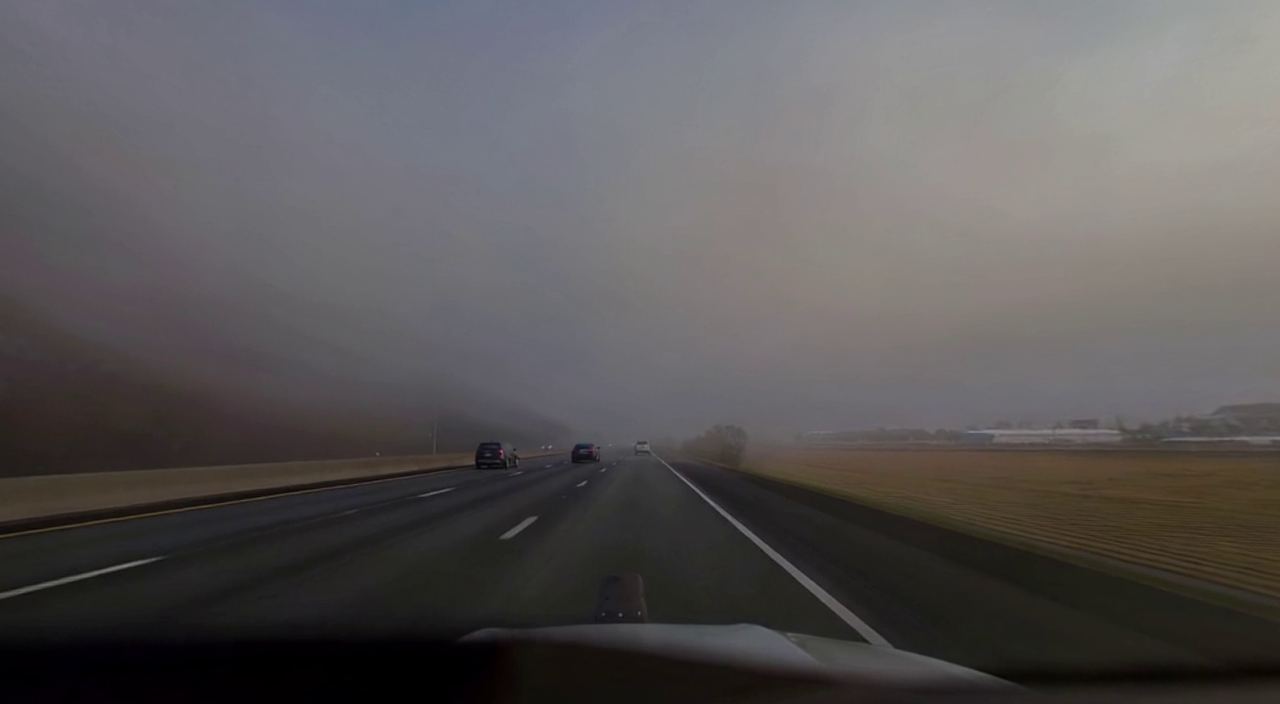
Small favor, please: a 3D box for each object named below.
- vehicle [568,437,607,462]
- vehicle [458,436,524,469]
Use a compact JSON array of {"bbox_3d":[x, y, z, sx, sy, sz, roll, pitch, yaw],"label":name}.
[{"bbox_3d":[-3.429,6.508,42.076,2.083,1.588,4.801,0,-8,1],"label":"vehicle"},{"bbox_3d":[-7.304,4.986,31.438,2.034,1.523,4.627,0,-8,2],"label":"vehicle"}]
